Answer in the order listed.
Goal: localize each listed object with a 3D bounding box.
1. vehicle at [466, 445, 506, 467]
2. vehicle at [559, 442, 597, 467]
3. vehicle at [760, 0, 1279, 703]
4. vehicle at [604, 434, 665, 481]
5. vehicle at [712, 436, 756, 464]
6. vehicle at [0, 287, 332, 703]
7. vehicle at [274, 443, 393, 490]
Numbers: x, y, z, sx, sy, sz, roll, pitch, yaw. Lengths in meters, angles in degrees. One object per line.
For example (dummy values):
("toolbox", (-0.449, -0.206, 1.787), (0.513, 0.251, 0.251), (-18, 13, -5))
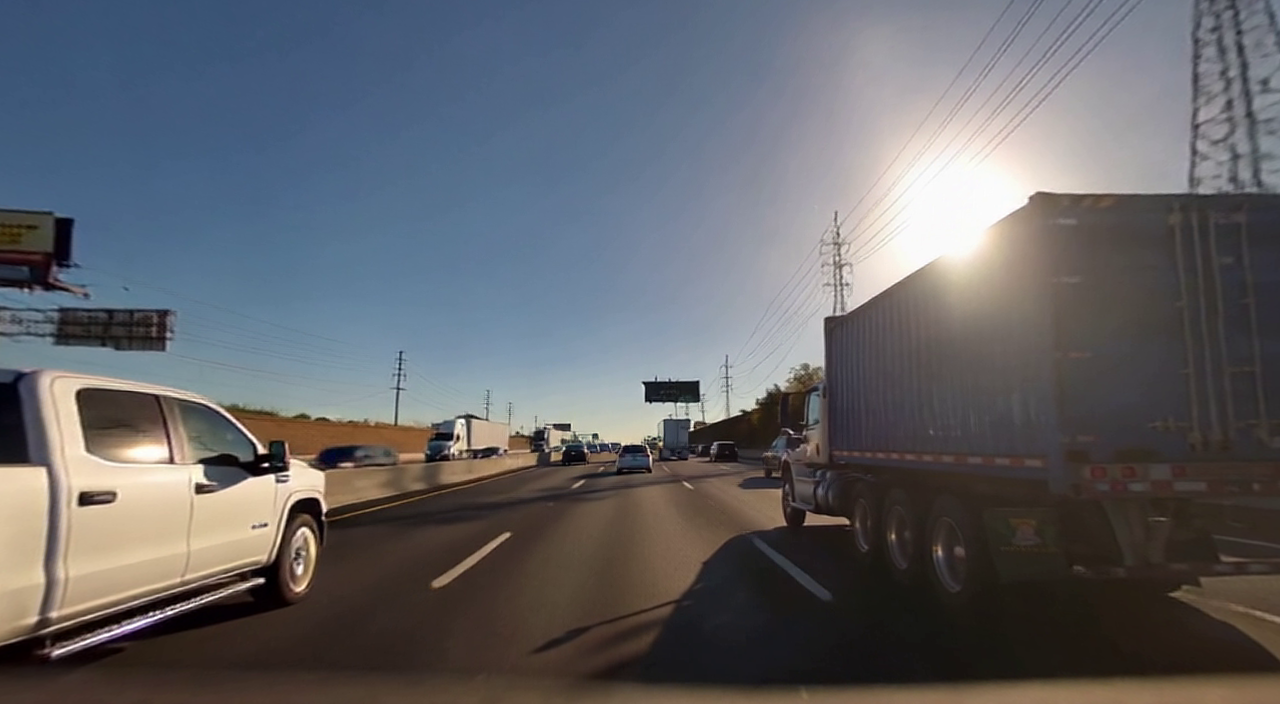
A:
("vehicle", (-10.725, 7.284, 44.324), (1.850, 1.453, 3.853), (0, -9, 0))
("vehicle", (-3.966, 6.677, 41.328), (2.025, 1.498, 4.675), (0, -9, 0))
("vehicle", (3.422, 0.243, 5.542), (3.013, 3.940, 7.933), (0, -9, -1))
("vehicle", (-0.211, 4.164, 25.040), (2.191, 1.685, 4.015), (0, -9, 0))
("vehicle", (6.928, 7.298, 47.131), (2.302, 1.973, 5.502), (0, -9, -1))
("vehicle", (-4.114, 0.735, 2.891), (2.323, 2.046, 6.006), (0, -9, 1))
("vehicle", (-10.869, 4.077, 22.868), (2.054, 1.489, 4.507), (0, -9, 0))
